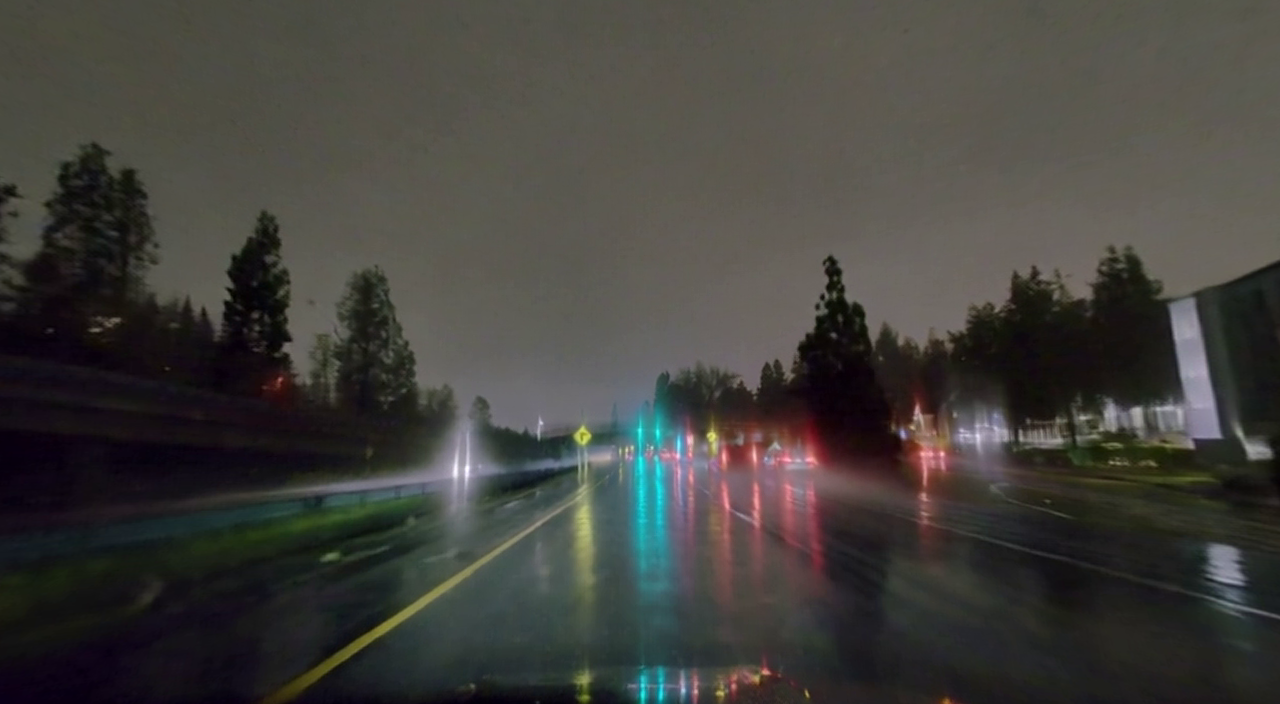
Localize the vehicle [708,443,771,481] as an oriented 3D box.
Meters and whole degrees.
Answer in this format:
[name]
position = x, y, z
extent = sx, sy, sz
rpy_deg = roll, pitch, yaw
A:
[vehicle]
position = 4.344, 4.855, 28.147
extent = 2.042, 1.518, 4.477
rpy_deg = 0, -9, -1
